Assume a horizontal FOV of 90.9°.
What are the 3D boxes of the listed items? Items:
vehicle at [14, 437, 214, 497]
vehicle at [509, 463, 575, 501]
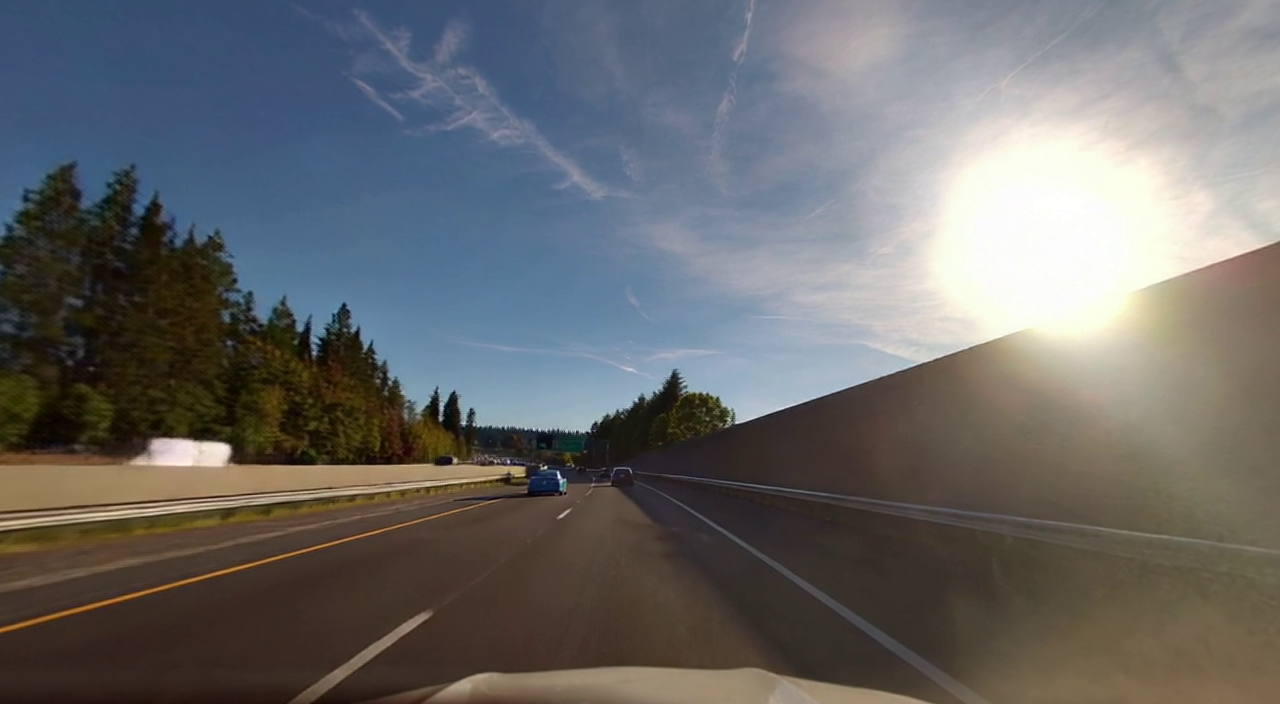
[{"bbox_3d":[-16.617,3.716,20.371,2.289,1.672,4.818,1,-11,-1],"label":"vehicle"},{"bbox_3d":[-4.274,5.809,28.341,2.310,1.521,4.731,1,-11,-1],"label":"vehicle"}]
